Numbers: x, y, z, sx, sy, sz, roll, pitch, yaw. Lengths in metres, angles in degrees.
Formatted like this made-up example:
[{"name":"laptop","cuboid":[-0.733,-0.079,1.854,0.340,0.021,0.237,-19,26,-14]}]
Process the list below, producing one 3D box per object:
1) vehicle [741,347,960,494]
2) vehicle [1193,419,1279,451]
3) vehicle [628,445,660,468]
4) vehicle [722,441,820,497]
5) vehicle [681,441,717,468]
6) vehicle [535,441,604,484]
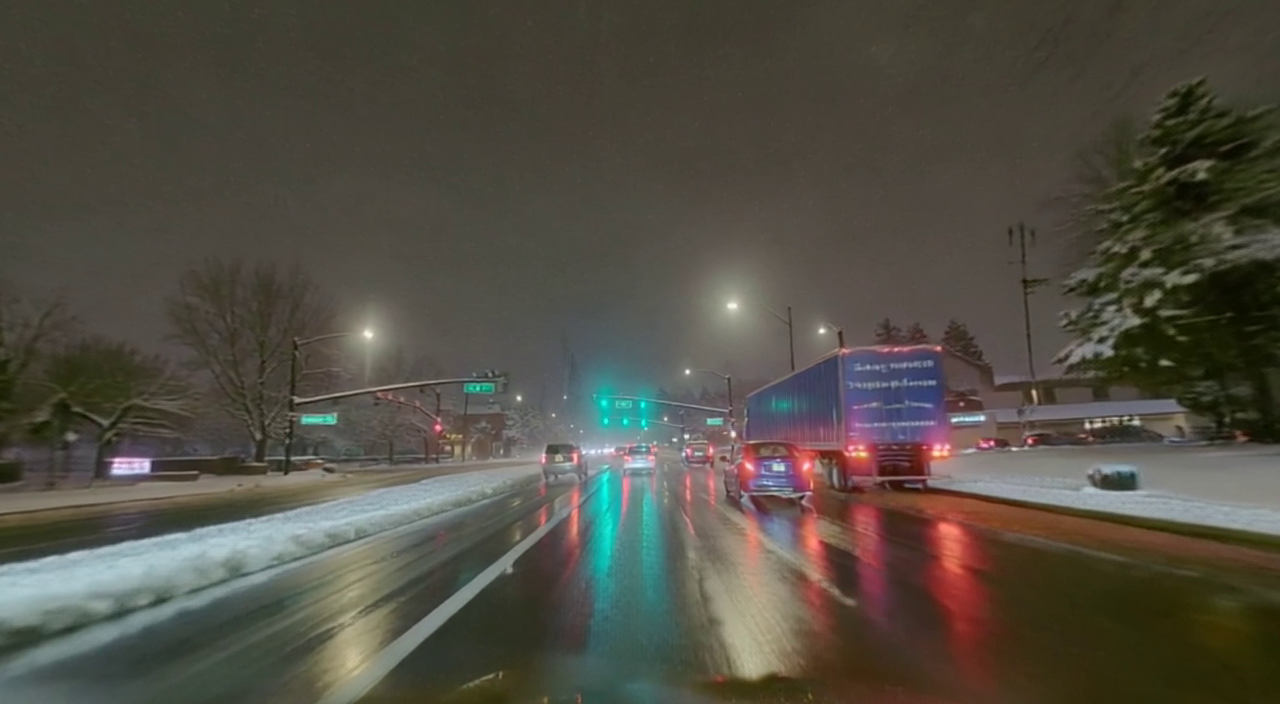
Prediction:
[{"name":"vehicle","cuboid":[7.483,3.251,27.054,3.383,4.268,17.469,0,-8,0]},{"name":"vehicle","cuboid":[36.281,4.910,37.405,5.045,1.644,1.906,-3,-8,-3]},{"name":"vehicle","cuboid":[0.242,7.039,42.773,2.020,1.461,4.326,0,-8,0]},{"name":"vehicle","cuboid":[3.736,3.393,18.772,1.972,1.452,4.189,0,-8,-1]},{"name":"vehicle","cuboid":[3.902,6.881,42.561,2.050,1.683,3.990,0,-8,0]},{"name":"vehicle","cuboid":[-2.599,4.189,24.241,2.003,1.509,4.396,0,-8,2]}]
